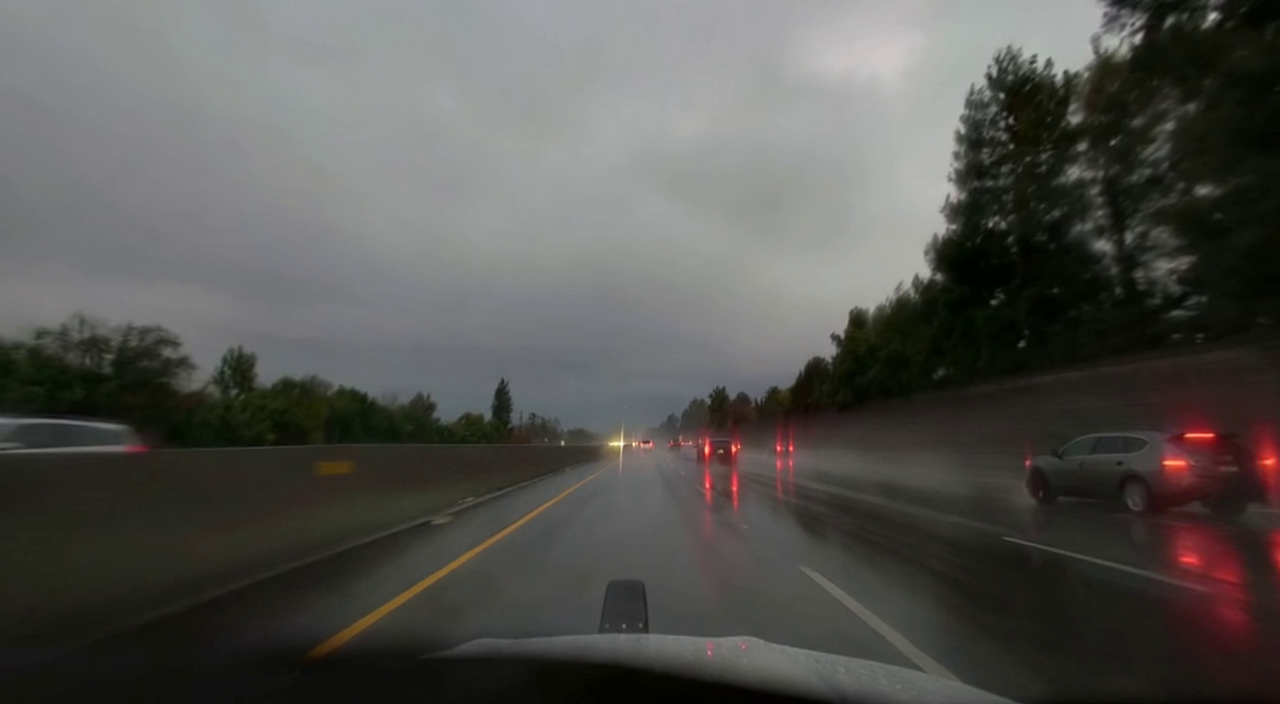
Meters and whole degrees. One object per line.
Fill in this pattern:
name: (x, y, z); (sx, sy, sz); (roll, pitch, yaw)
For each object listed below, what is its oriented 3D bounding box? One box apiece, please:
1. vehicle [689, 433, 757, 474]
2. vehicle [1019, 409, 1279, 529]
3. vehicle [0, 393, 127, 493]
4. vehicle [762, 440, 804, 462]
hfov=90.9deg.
vehicle: (3.542, 4.457, 27.793); (2.326, 1.644, 4.206); (0, -8, -1)
vehicle: (10.303, 2.191, 12.474); (2.062, 1.809, 5.679); (0, -8, 0)
vehicle: (-11.106, 1.485, 10.280); (1.884, 1.582, 4.175); (0, -8, 1)
vehicle: (10.532, 7.327, 46.767); (1.970, 1.479, 4.480); (0, -8, -1)
